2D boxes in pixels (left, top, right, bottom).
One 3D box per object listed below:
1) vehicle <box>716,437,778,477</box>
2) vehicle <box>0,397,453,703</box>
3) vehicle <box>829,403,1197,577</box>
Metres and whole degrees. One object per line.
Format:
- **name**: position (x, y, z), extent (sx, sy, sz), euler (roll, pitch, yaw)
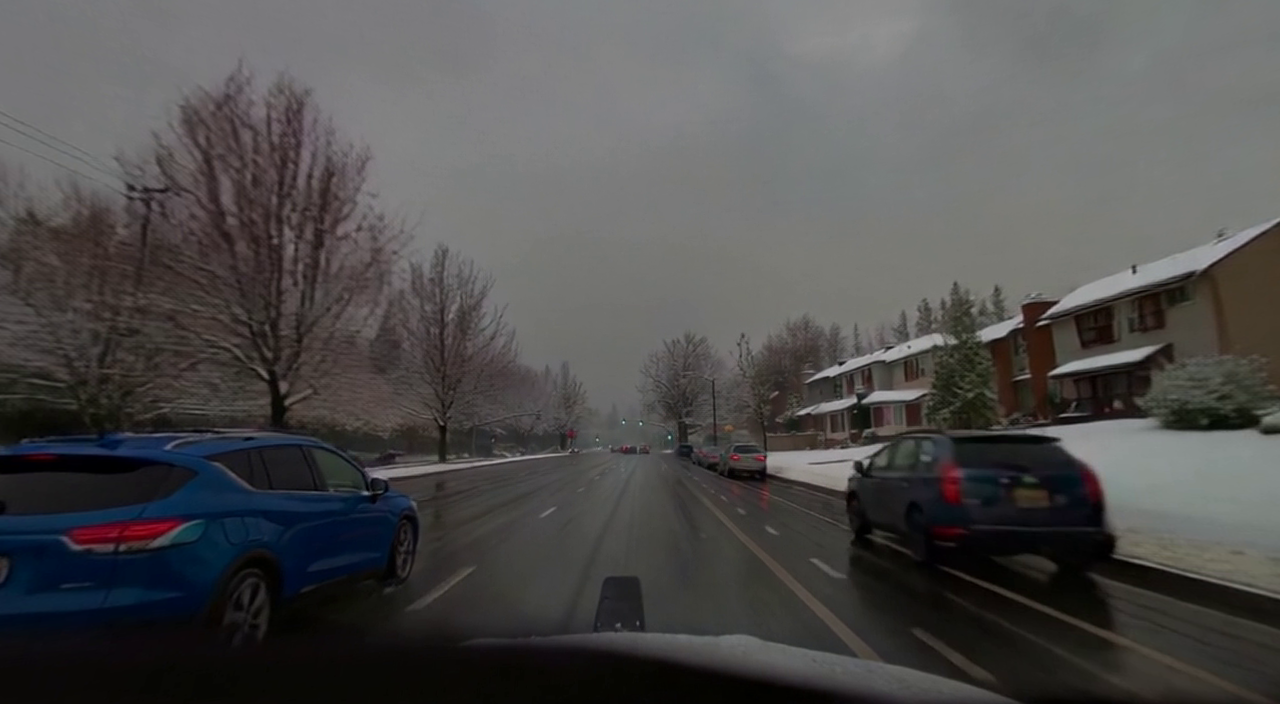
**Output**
- **vehicle**: position (4.877, 4.872, 29.319), extent (2.014, 1.700, 4.369), euler (1, -9, -1)
- **vehicle**: position (-3.193, 1.268, 4.947), extent (1.982, 1.478, 4.465), euler (0, -9, 1)
- **vehicle**: position (4.768, 1.875, 9.507), extent (2.164, 1.793, 5.671), euler (0, -9, 1)
